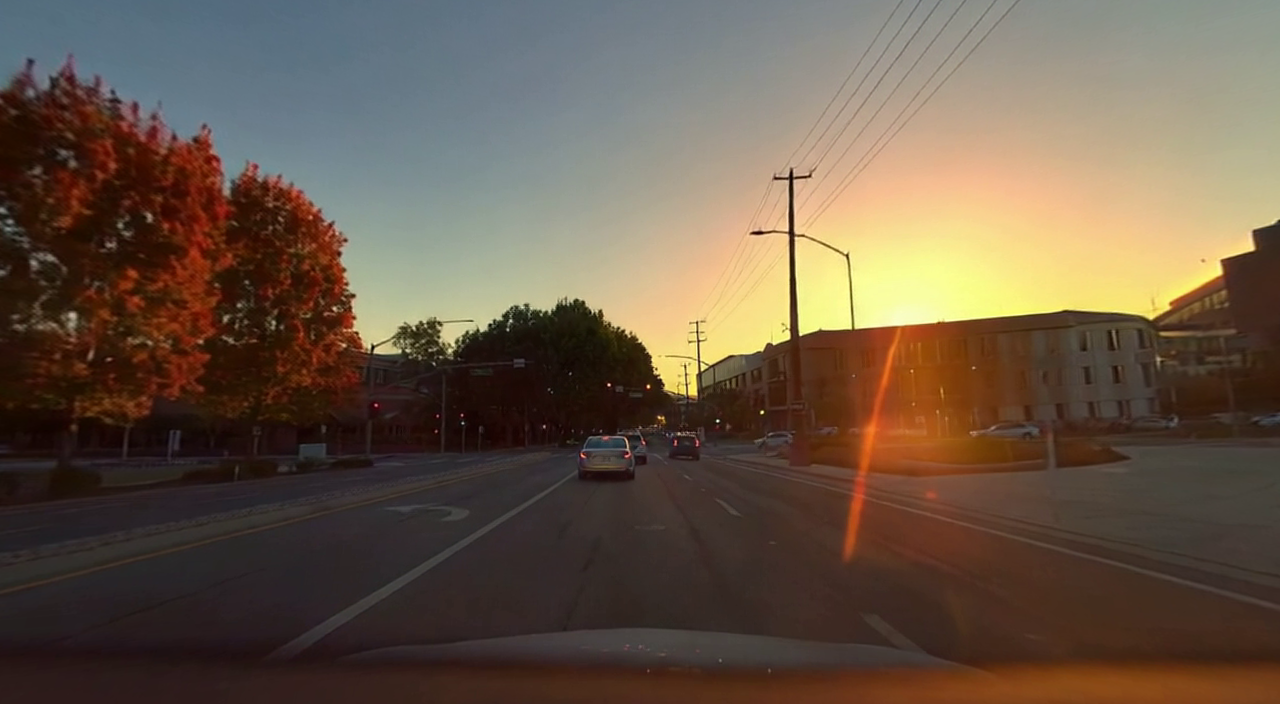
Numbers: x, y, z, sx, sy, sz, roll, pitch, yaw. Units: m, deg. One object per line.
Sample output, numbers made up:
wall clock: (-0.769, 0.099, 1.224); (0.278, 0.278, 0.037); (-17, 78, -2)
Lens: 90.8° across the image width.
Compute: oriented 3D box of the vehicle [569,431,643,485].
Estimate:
vehicle: (-0.960, 3.262, 19.649); (2.075, 1.470, 3.962); (0, -8, 0)

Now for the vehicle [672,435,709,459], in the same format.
vehicle: (3.314, 6.388, 42.478); (1.945, 1.470, 4.363); (0, -8, -2)
